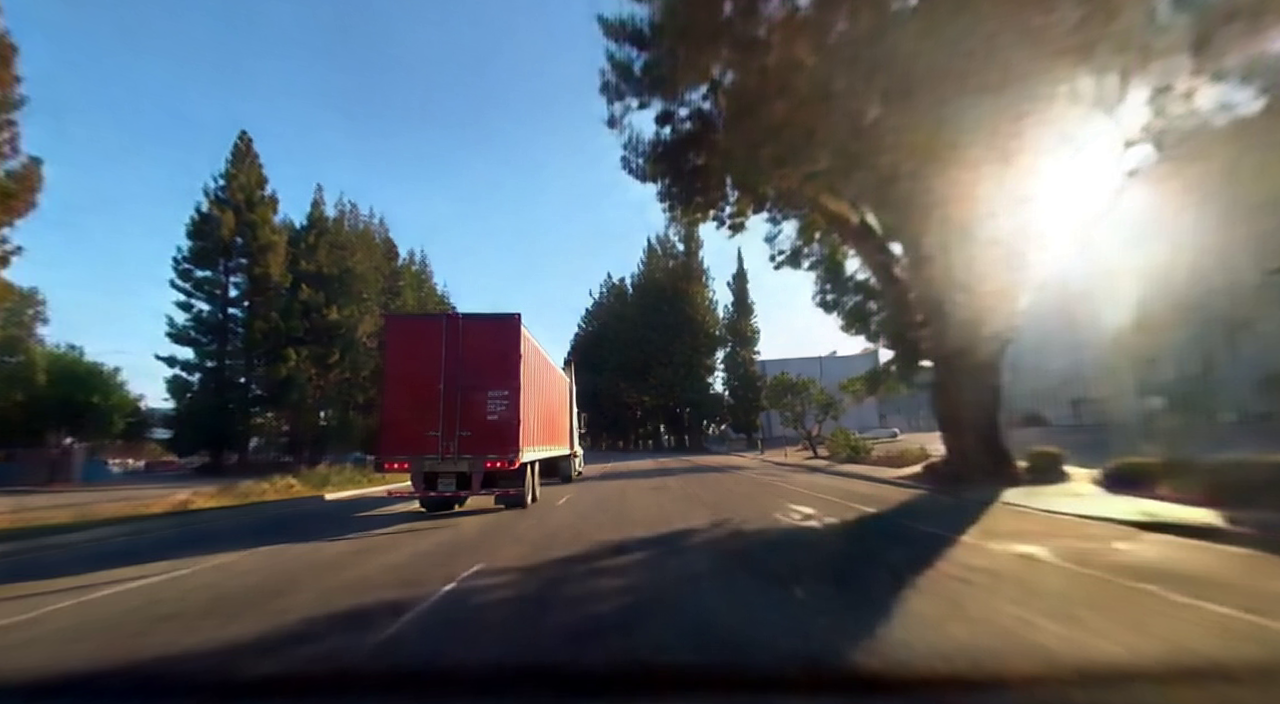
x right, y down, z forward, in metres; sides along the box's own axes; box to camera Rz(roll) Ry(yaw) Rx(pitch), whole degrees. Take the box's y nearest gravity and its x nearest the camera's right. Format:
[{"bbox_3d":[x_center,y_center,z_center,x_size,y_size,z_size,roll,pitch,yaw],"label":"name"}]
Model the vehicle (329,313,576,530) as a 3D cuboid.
[{"bbox_3d":[-3.344,1.666,14.155,2.910,3.419,8.376,0,-8,0],"label":"vehicle"}]
